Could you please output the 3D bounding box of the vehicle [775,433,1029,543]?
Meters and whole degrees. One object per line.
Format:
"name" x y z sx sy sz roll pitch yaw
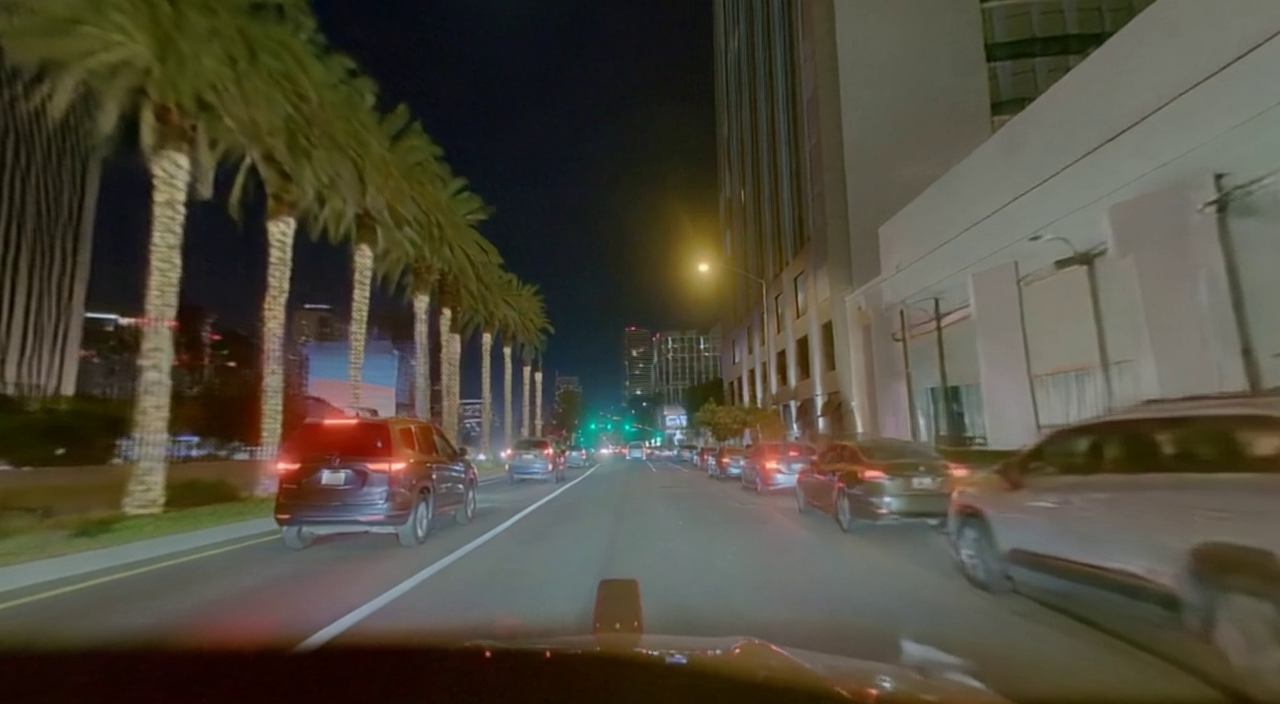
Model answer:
"vehicle" 4.019 2.172 10.822 2.138 1.447 4.793 0 -8 -2

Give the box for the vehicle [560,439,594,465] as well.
"vehicle" -4.227 6.756 42.734 1.955 1.637 4.243 0 -8 -1

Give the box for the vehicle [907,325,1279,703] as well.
"vehicle" 4.049 1.037 4.388 2.035 1.902 5.079 0 -8 -1

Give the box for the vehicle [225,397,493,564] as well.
"vehicle" -3.540 1.700 8.978 1.800 1.797 4.224 0 -8 1

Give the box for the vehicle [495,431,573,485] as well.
"vehicle" -3.684 3.766 22.668 2.014 1.740 4.392 0 -8 0

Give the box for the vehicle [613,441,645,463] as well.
"vehicle" -0.816 6.908 43.512 2.036 1.461 3.890 1 -8 -4
